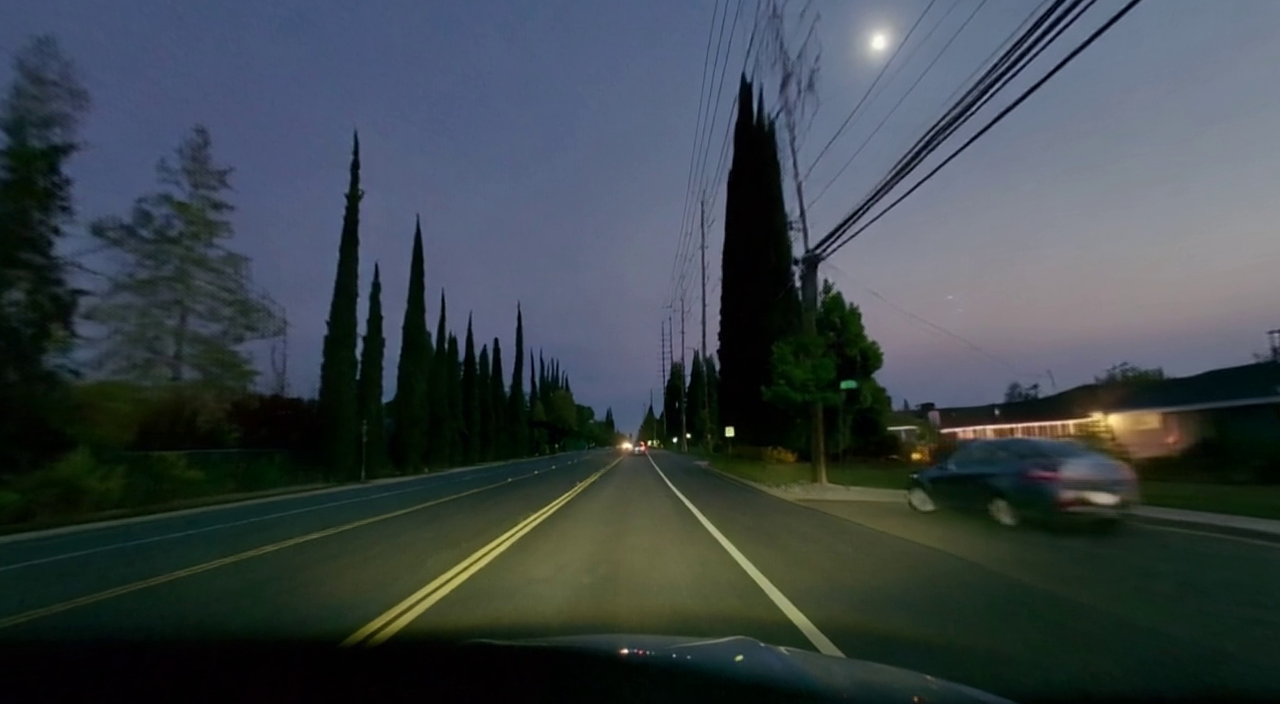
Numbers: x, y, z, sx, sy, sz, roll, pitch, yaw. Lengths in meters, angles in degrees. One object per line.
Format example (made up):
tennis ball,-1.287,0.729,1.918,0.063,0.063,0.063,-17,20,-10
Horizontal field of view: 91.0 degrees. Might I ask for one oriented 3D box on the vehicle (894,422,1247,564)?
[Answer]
vehicle,6.037,2.013,9.828,2.039,1.637,4.782,0,-8,-1
